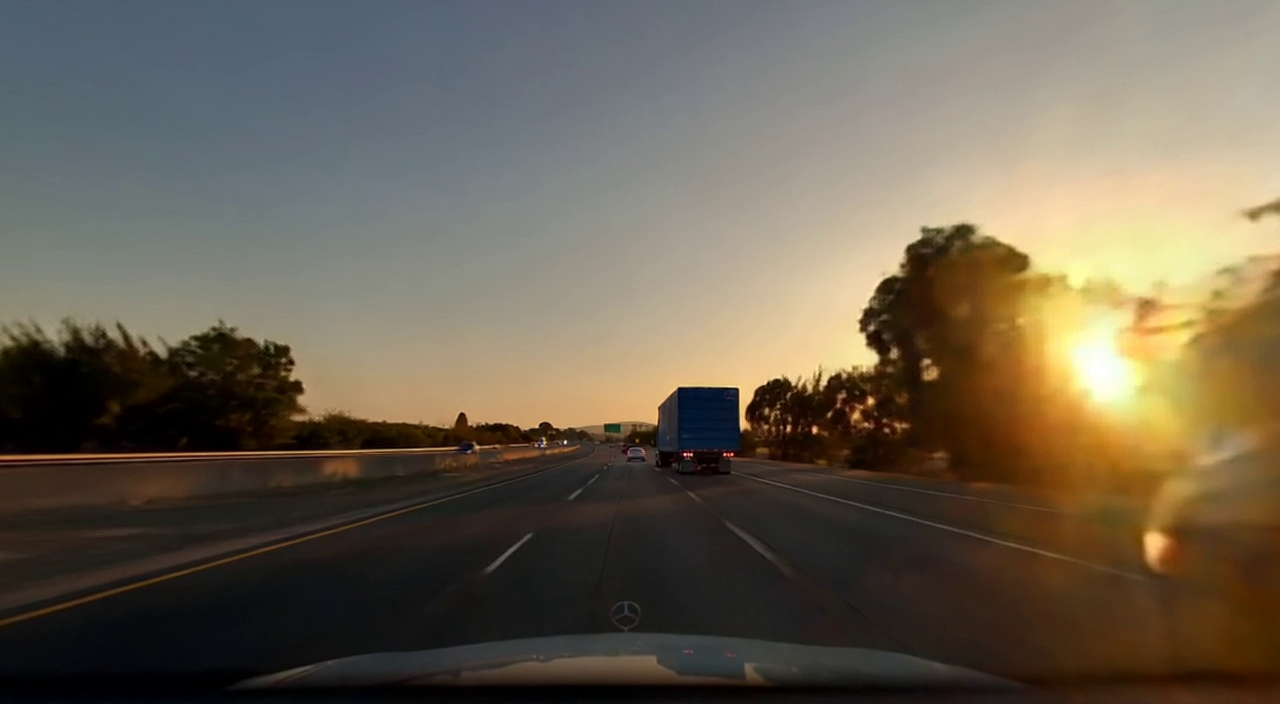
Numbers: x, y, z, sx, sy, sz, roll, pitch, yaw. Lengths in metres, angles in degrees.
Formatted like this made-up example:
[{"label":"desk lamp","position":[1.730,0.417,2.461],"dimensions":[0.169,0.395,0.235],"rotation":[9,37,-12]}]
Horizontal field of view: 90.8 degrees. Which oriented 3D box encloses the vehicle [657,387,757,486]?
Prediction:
[{"label":"vehicle","position":[3.080,4.806,35.010],"dimensions":[3.462,4.177,16.311],"rotation":[0,-9,-1]}]
